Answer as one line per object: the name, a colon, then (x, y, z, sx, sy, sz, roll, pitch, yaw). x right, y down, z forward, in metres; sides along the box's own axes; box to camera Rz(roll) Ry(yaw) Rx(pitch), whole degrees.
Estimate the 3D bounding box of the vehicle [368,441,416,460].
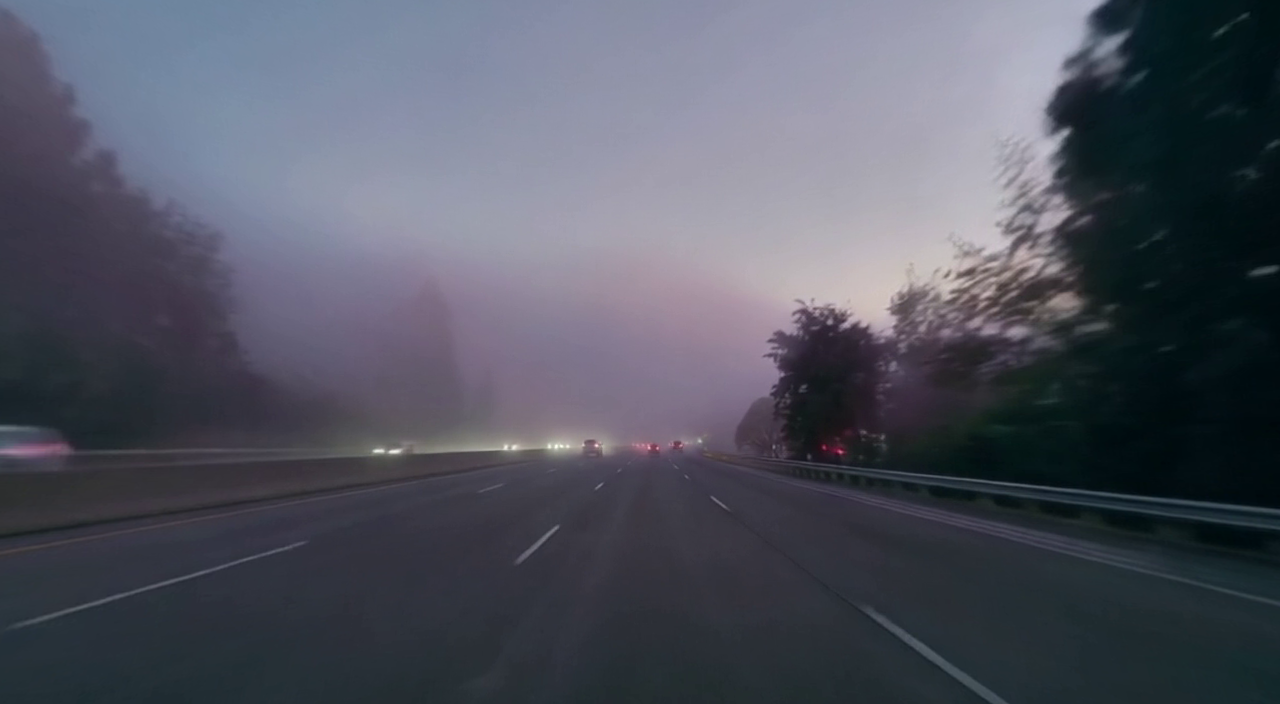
vehicle: (-17.746, 7.066, 45.312, 1.914, 1.269, 3.536, 0, -8, 3)
